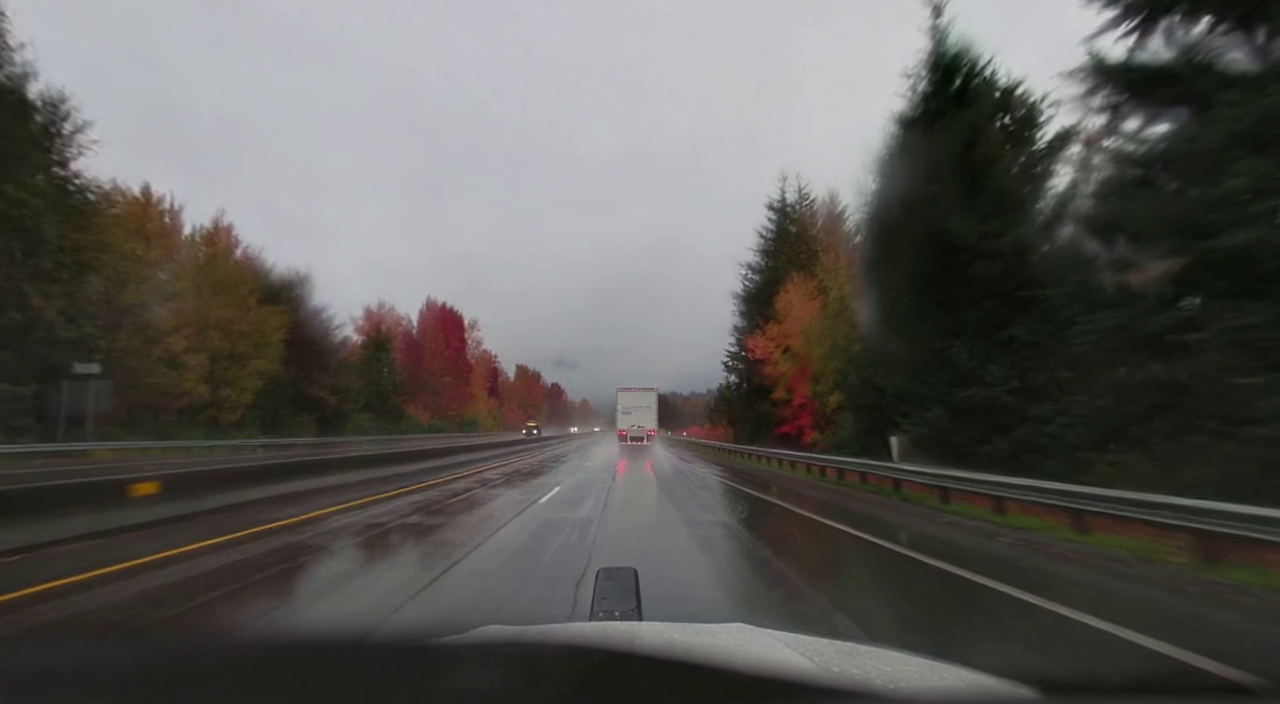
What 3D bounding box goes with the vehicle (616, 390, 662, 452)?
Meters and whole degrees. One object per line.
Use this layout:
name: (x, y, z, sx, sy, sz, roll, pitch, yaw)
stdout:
vehicle: (-0.227, 5.278, 46.910, 3.013, 4.016, 11.496, 0, -8, -2)
